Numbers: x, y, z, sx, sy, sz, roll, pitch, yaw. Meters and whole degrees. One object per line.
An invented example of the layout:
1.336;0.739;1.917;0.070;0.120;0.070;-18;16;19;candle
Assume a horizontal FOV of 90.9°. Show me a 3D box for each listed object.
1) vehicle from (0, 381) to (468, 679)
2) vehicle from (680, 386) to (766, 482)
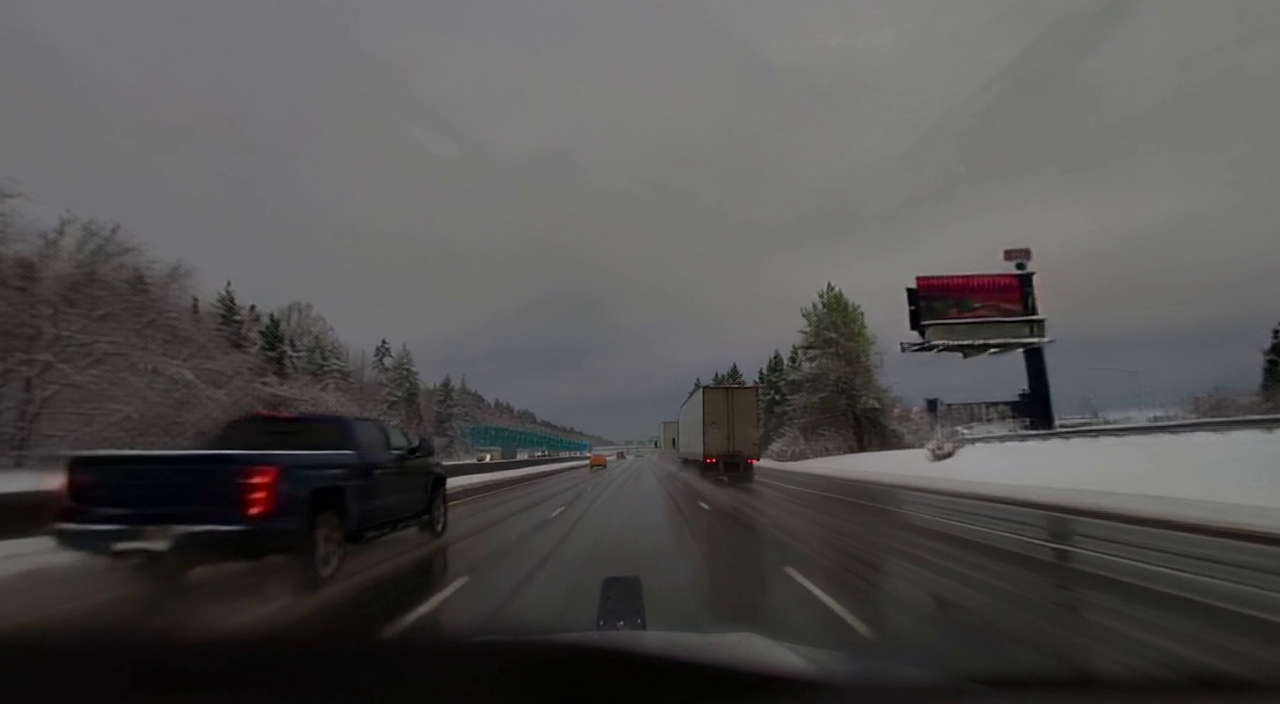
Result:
-3.569;1.438;6.286;2.291;1.788;4.825;0;-9;1;vehicle
4.096;4.707;35.018;2.826;4.269;14.176;0;-9;0;vehicle
